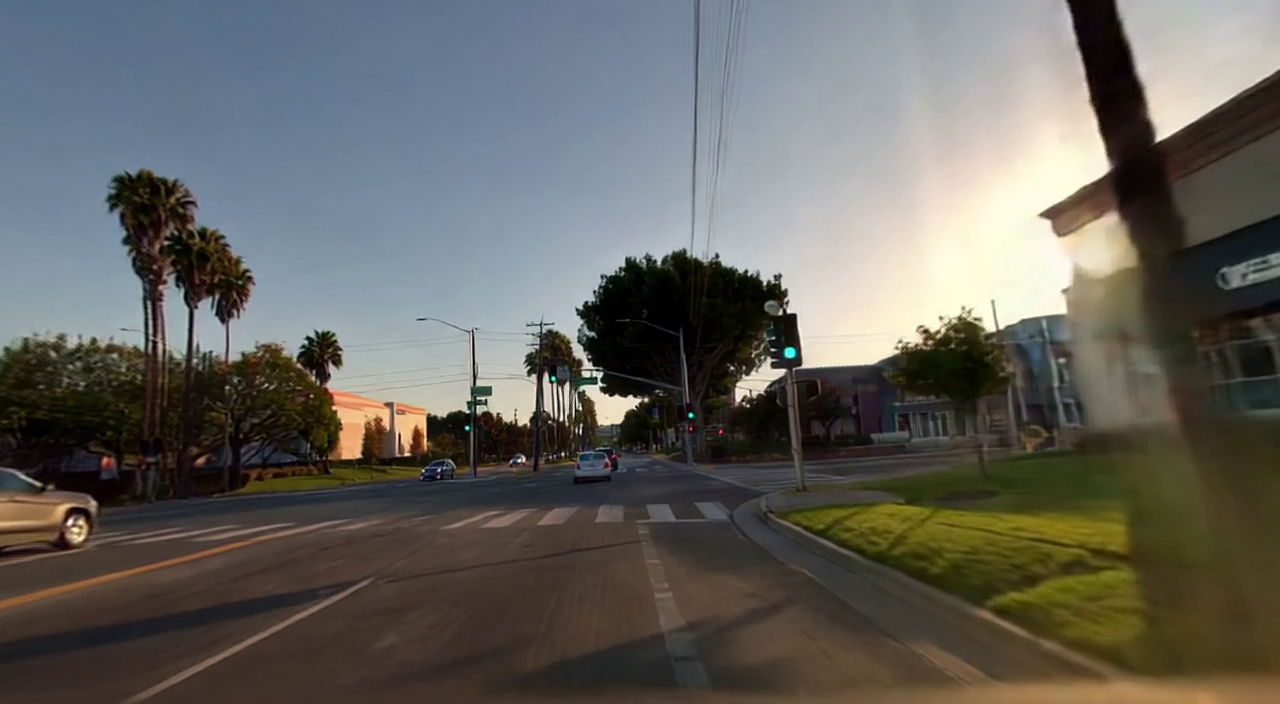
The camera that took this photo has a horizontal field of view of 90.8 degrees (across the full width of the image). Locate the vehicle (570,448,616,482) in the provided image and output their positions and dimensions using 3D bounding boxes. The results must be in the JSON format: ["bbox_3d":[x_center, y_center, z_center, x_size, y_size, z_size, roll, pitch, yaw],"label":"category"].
[{"bbox_3d":[-2.219,5.452,30.814,2.063,1.474,4.334,0,-9,-2],"label":"vehicle"}]

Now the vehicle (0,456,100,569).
[{"bbox_3d":[-11.545,2.579,9.887,2.050,1.811,4.752,0,-9,-2],"label":"vehicle"}]

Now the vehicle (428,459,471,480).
[{"bbox_3d":[-14.937,9.177,49.680,1.997,1.480,4.715,0,-9,-1],"label":"vehicle"}]
